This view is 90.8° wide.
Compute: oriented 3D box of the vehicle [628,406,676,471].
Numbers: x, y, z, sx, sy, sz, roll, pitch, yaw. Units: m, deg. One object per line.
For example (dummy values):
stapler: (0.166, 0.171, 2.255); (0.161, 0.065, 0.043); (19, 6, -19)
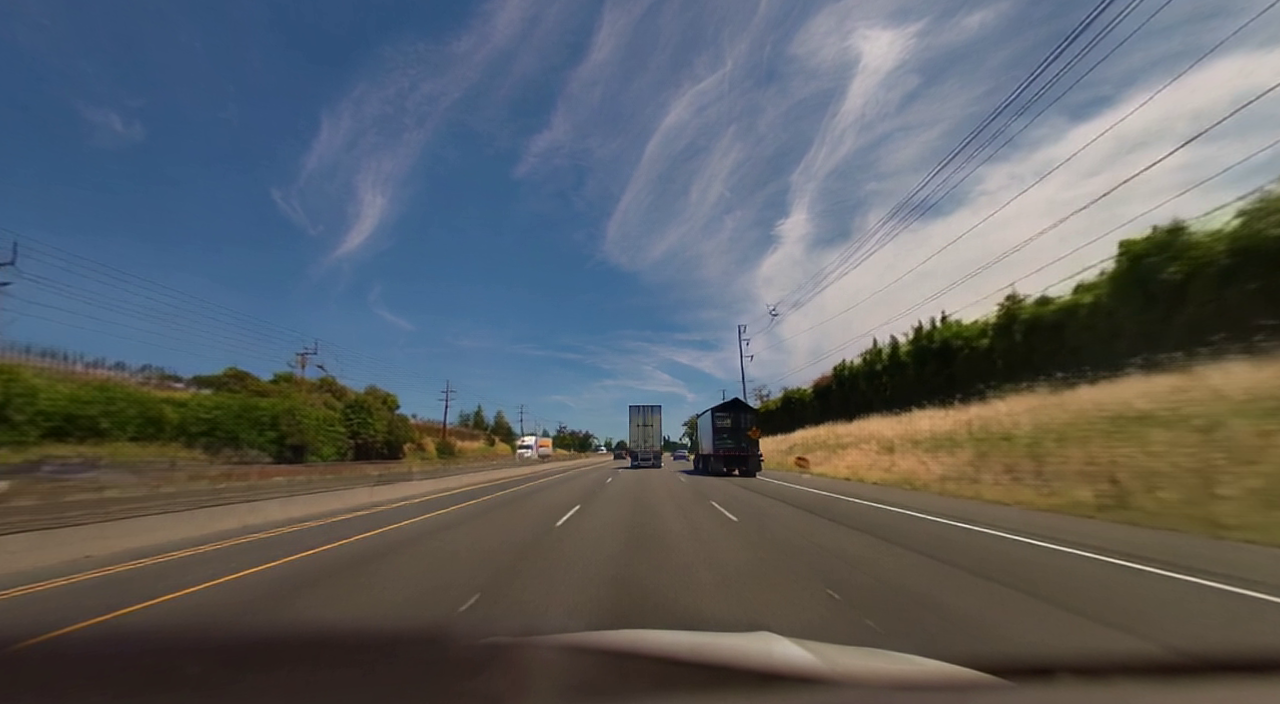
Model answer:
vehicle: (0.653, 6.556, 46.790); (2.997, 4.076, 13.224); (0, -9, -1)

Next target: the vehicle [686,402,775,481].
vehicle: (4.208, 4.559, 31.588); (2.938, 3.378, 8.820); (0, -9, -1)
